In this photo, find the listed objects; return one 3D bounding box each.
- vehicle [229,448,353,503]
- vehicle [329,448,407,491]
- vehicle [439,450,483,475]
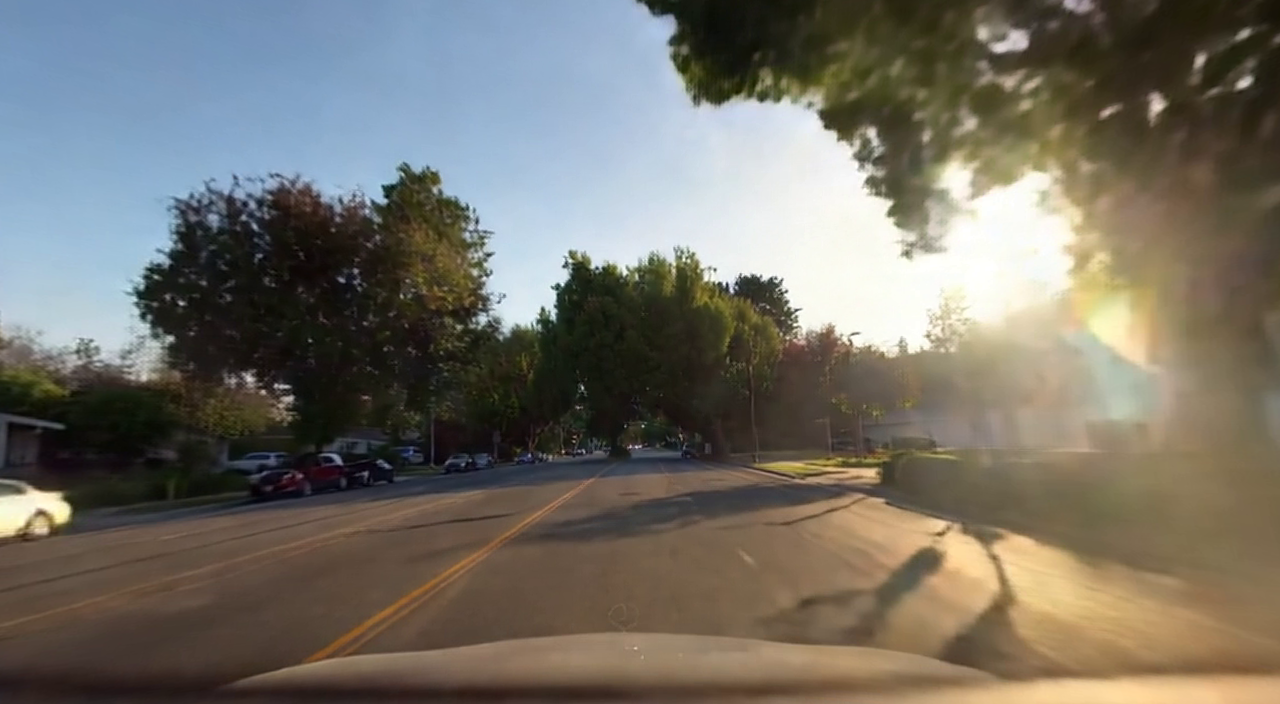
[{"bbox_3d":[-12.879,4.537,23.788,1.882,1.775,4.904,0,-8,0],"label":"vehicle"},{"bbox_3d":[-12.608,5.431,29.554,1.882,1.727,3.945,-3,-8,1],"label":"vehicle"},{"bbox_3d":[-12.611,7.788,44.708,1.828,1.510,4.149,-4,-8,0],"label":"vehicle"}]
